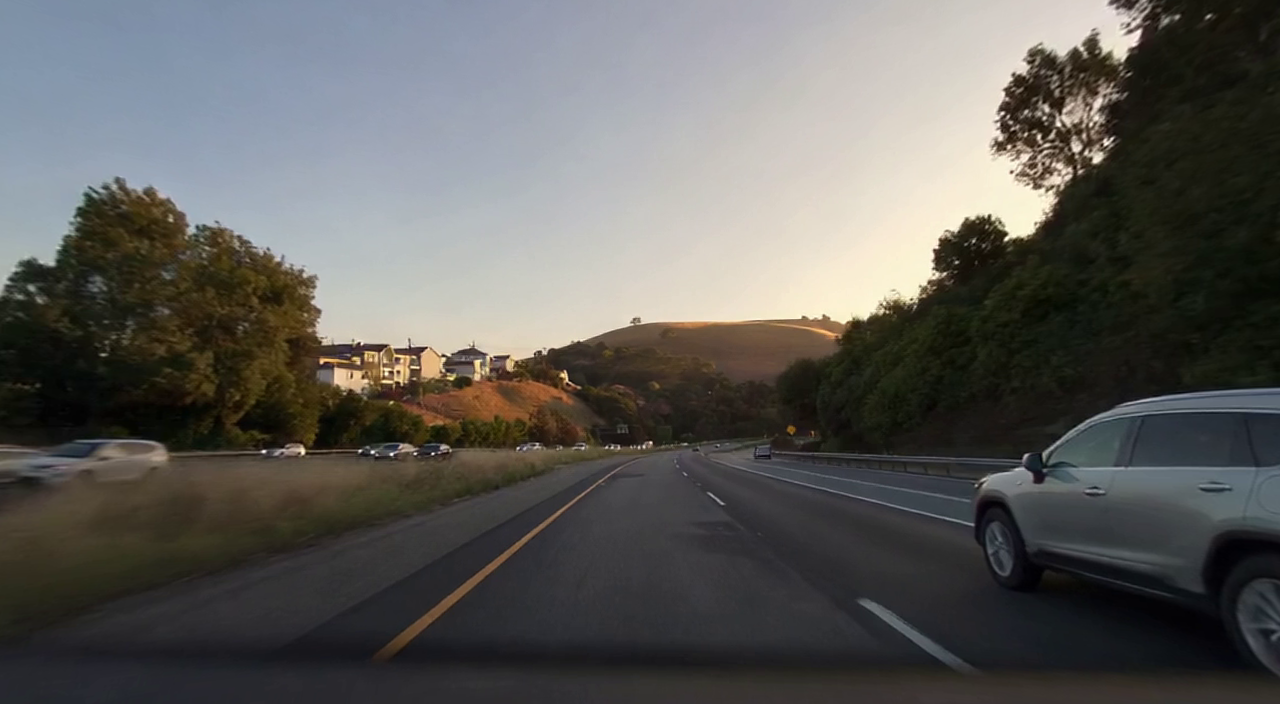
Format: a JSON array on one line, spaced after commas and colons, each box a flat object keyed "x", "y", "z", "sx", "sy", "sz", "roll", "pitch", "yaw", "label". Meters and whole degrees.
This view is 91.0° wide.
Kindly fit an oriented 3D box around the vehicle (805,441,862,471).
[{"x": 11.690, "y": 6.307, "z": 38.323, "sx": 2.043, "sy": 1.714, "sz": 4.453, "roll": 0, "pitch": -8, "yaw": 0, "label": "vehicle"}]

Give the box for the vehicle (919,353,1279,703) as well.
[{"x": 4.099, "y": 1.085, "z": 4.140, "sx": 2.318, "sy": 1.766, "sz": 4.587, "roll": 0, "pitch": -9, "yaw": -1, "label": "vehicle"}]

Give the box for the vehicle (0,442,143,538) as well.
[{"x": -12.332, "y": 2.548, "z": 11.923, "sx": 2.090, "sy": 1.673, "sz": 4.553, "roll": 0, "pitch": -8, "yaw": 0, "label": "vehicle"}]
